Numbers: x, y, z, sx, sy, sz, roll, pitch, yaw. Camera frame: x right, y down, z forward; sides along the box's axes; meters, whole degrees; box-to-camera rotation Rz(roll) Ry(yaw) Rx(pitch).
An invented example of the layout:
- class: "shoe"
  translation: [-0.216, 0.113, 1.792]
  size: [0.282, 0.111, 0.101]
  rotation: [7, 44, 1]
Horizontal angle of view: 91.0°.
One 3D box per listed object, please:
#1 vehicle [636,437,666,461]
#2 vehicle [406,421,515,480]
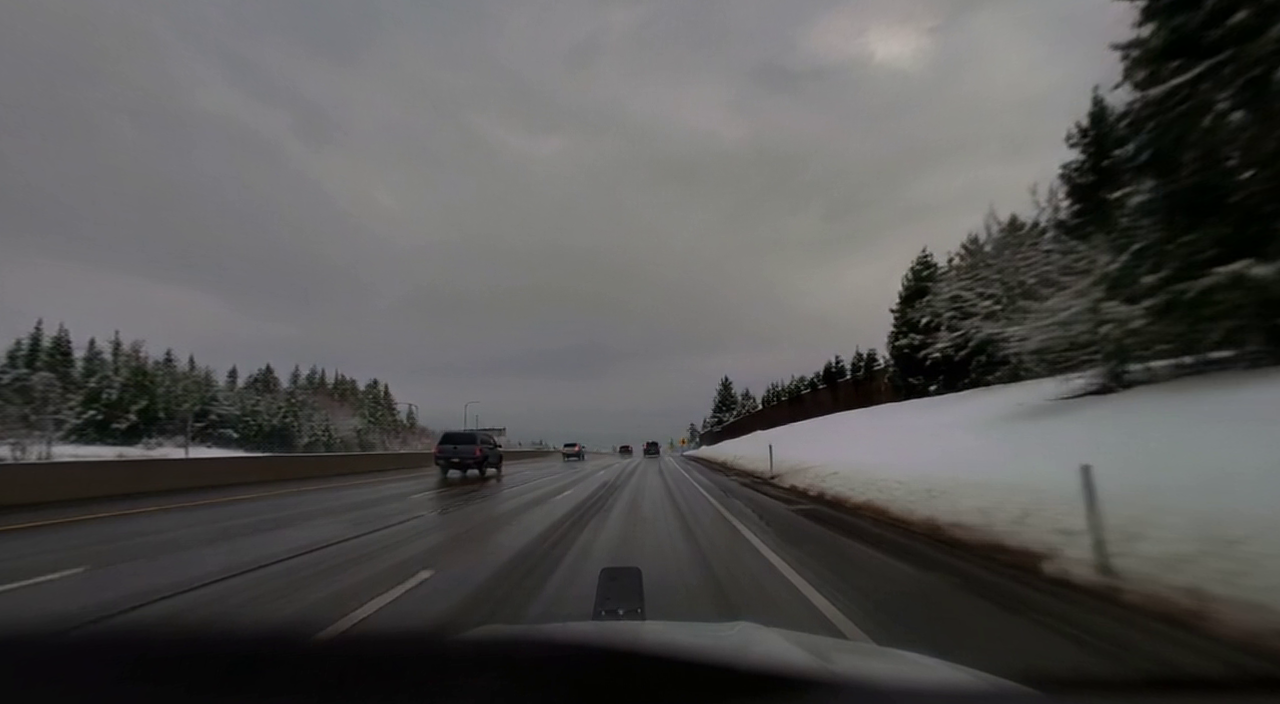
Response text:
- class: "vehicle"
  translation: [0.816, 7.238, 47.213]
  size: [2.141, 1.706, 4.065]
  rotation: [0, -8, 0]
- class: "vehicle"
  translation: [-6.669, 3.743, 24.203]
  size: [2.438, 1.967, 5.596]
  rotation: [0, -8, 1]
